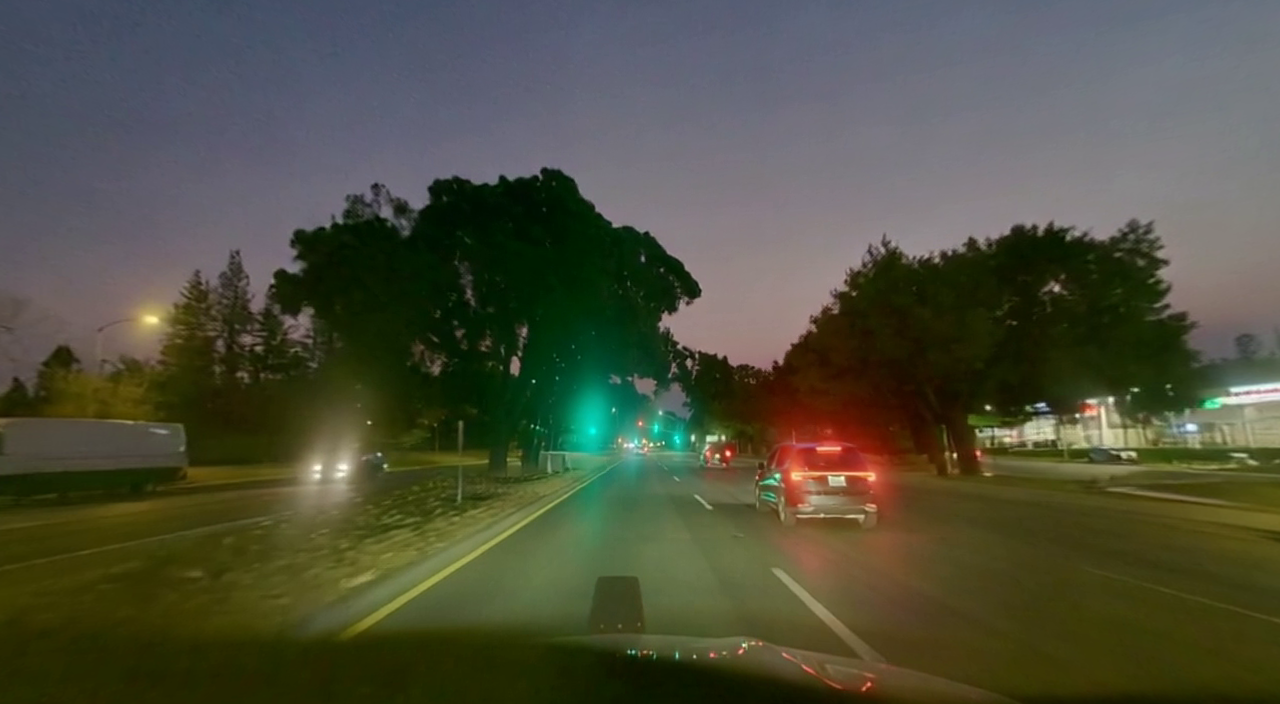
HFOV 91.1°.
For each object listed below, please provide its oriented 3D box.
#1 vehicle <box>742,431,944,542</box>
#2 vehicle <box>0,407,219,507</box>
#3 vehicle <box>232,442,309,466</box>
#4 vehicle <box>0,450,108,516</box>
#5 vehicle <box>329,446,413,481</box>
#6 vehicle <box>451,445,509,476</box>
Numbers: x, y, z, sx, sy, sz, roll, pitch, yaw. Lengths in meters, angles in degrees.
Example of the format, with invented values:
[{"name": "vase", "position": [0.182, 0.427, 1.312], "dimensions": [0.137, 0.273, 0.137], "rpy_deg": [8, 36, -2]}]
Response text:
[{"name": "vehicle", "position": [3.173, 2.187, 10.917], "dimensions": [1.935, 1.501, 4.384], "rpy_deg": [0, -9, -2]}, {"name": "vehicle", "position": [-18.576, 2.981, 17.542], "dimensions": [2.964, 2.641, 15.868], "rpy_deg": [-2, -9, 0]}, {"name": "vehicle", "position": [-28.939, 7.977, 49.238], "dimensions": [4.901, 1.520, 1.939], "rpy_deg": [-4, -7, -1]}, {"name": "vehicle", "position": [-15.383, 3.047, 14.657], "dimensions": [1.862, 1.460, 4.677], "rpy_deg": [0, -9, -1]}, {"name": "vehicle", "position": [-12.336, 5.121, 29.099], "dimensions": [1.878, 1.470, 4.477], "rpy_deg": [0, -9, 0]}, {"name": "vehicle", "position": [-8.429, 5.734, 33.502], "dimensions": [1.926, 1.509, 4.303], "rpy_deg": [0, -9, 1]}]
